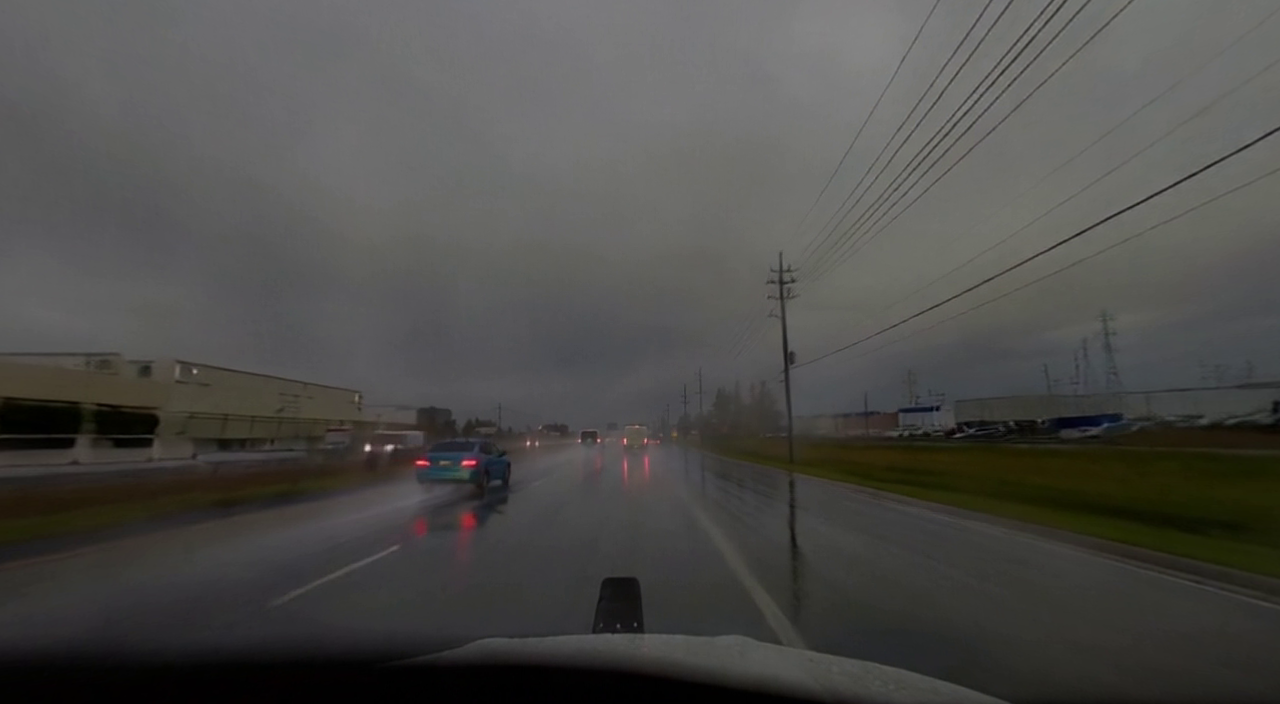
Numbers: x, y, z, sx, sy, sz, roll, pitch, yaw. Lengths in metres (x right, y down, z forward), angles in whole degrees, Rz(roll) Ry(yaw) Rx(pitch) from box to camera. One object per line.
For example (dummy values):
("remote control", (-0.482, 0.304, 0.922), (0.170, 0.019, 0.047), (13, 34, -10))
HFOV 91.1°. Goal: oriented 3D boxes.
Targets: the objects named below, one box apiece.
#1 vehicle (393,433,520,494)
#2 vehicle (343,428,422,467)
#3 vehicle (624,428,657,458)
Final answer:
("vehicle", (-4.912, 3.025, 17.688), (2.087, 1.464, 4.853), (0, -8, 1))
("vehicle", (-13.715, 5.098, 33.861), (2.135, 1.961, 4.890), (0, -8, 1))
("vehicle", (-0.013, 6.408, 44.603), (2.213, 1.997, 4.456), (0, -8, -1))
